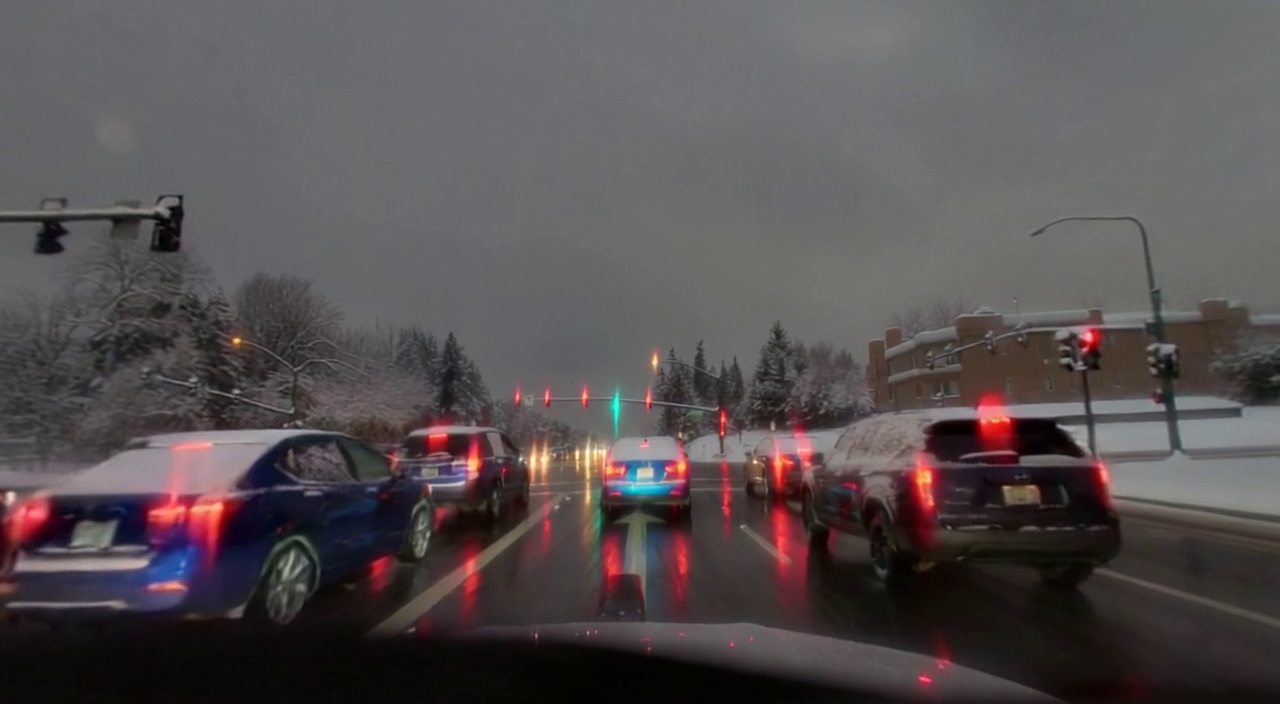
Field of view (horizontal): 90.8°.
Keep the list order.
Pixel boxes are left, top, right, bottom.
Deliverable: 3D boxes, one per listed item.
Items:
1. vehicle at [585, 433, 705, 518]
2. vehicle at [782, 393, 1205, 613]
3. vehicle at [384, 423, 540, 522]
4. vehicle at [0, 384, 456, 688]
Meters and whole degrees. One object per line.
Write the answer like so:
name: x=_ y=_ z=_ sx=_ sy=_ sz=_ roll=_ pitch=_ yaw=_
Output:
vehicle: x=0.034 y=2.482 z=13.177 sx=2.114 sy=1.482 sz=4.056 roll=0 pitch=-9 yaw=-2
vehicle: x=3.238 y=1.497 z=7.128 sx=2.178 sy=1.691 sz=4.314 roll=0 pitch=-9 yaw=-1
vehicle: x=-3.417 y=2.410 z=13.098 sx=1.958 sy=1.693 sz=4.242 roll=0 pitch=-9 yaw=0
vehicle: x=-3.386 y=1.343 z=5.762 sx=2.034 sy=1.655 sz=4.465 roll=0 pitch=-9 yaw=0
